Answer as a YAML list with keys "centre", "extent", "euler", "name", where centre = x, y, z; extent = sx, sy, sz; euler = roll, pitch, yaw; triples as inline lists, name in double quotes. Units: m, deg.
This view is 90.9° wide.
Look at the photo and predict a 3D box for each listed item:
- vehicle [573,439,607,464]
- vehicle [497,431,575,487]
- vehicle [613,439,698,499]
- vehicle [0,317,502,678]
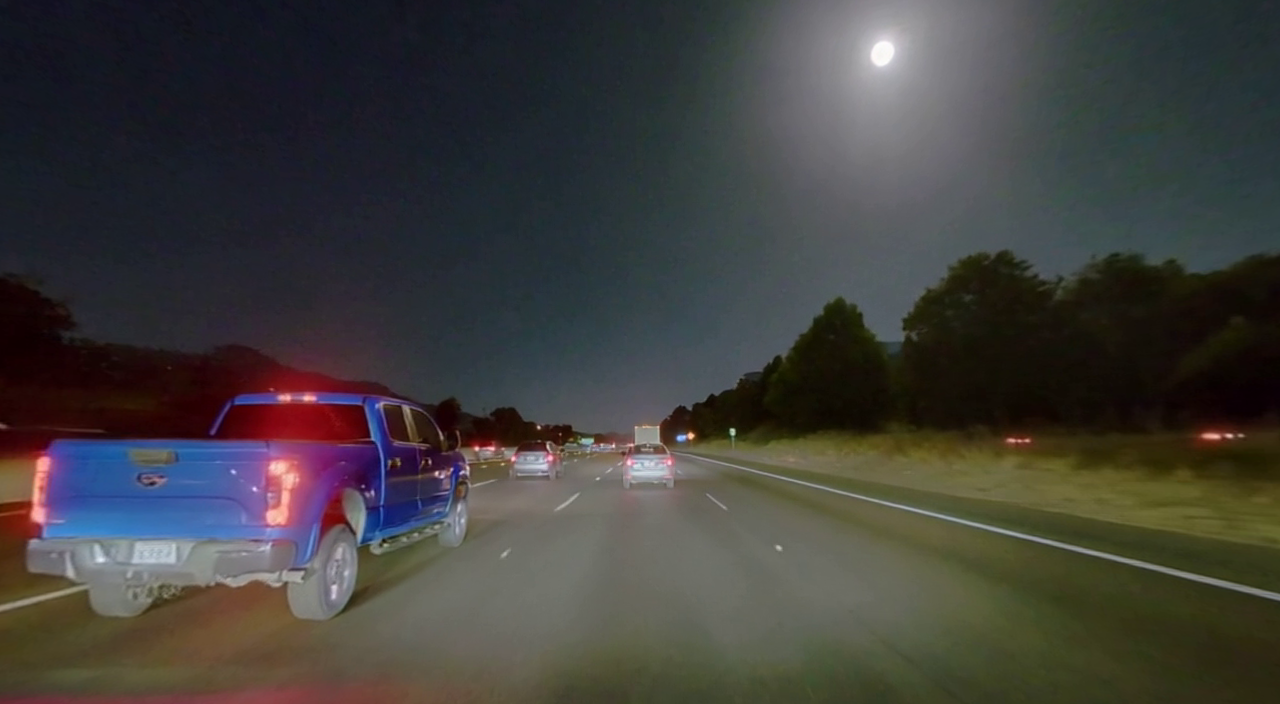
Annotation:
- centre: [-3.362, 6.774, 43.011]
  extent: [1.897, 1.646, 4.049]
  euler: [0, -8, 1]
  name: "vehicle"
- centre: [-3.494, 3.671, 21.960]
  extent: [1.903, 1.721, 4.210]
  euler: [0, -8, 1]
  name: "vehicle"
- centre: [0.366, 3.119, 17.256]
  extent: [2.054, 1.421, 4.090]
  euler: [0, -8, 0]
  name: "vehicle"
- centre: [-3.330, 1.248, 6.640]
  extent: [2.269, 2.060, 5.933]
  euler: [0, -8, 1]
  name: "vehicle"
